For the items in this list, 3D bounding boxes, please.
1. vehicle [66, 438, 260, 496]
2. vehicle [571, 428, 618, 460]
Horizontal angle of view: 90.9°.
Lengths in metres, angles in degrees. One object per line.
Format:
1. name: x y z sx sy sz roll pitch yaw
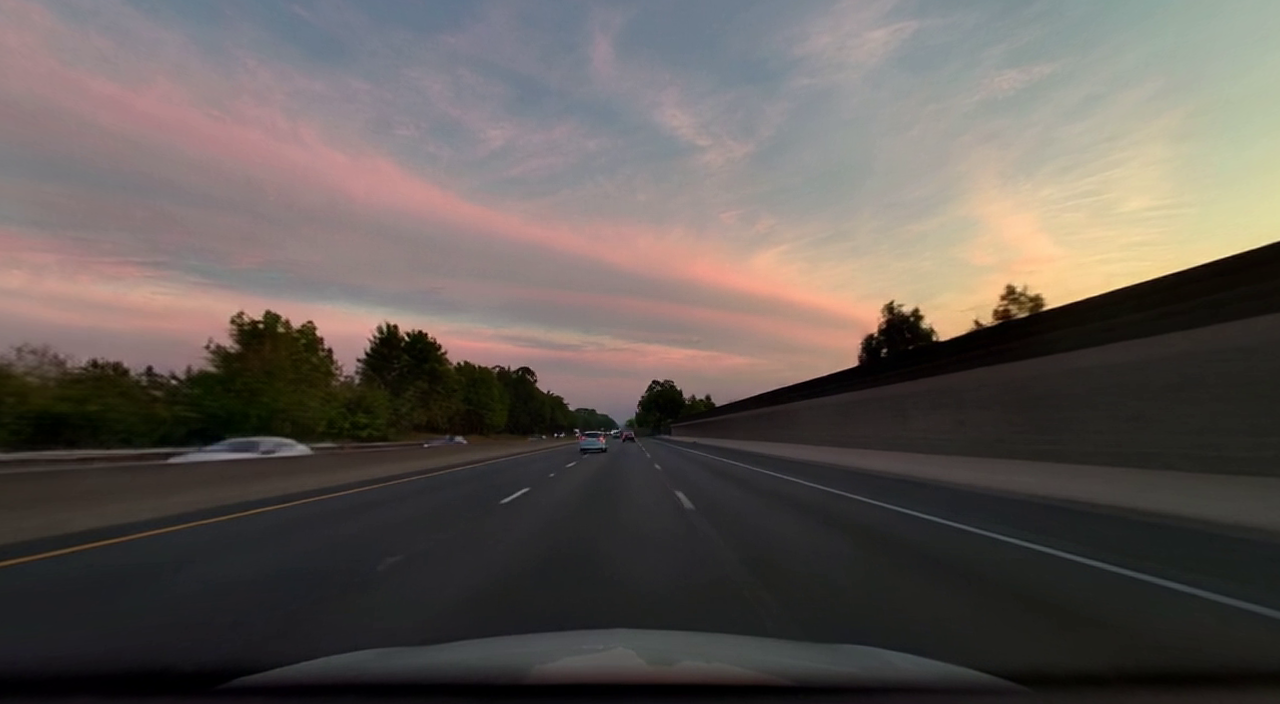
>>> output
1. vehicle: -13.711 3.284 18.593 2.049 1.445 4.697 0 -8 0
2. vehicle: -2.538 5.278 36.380 2.306 1.730 4.606 0 -8 1
